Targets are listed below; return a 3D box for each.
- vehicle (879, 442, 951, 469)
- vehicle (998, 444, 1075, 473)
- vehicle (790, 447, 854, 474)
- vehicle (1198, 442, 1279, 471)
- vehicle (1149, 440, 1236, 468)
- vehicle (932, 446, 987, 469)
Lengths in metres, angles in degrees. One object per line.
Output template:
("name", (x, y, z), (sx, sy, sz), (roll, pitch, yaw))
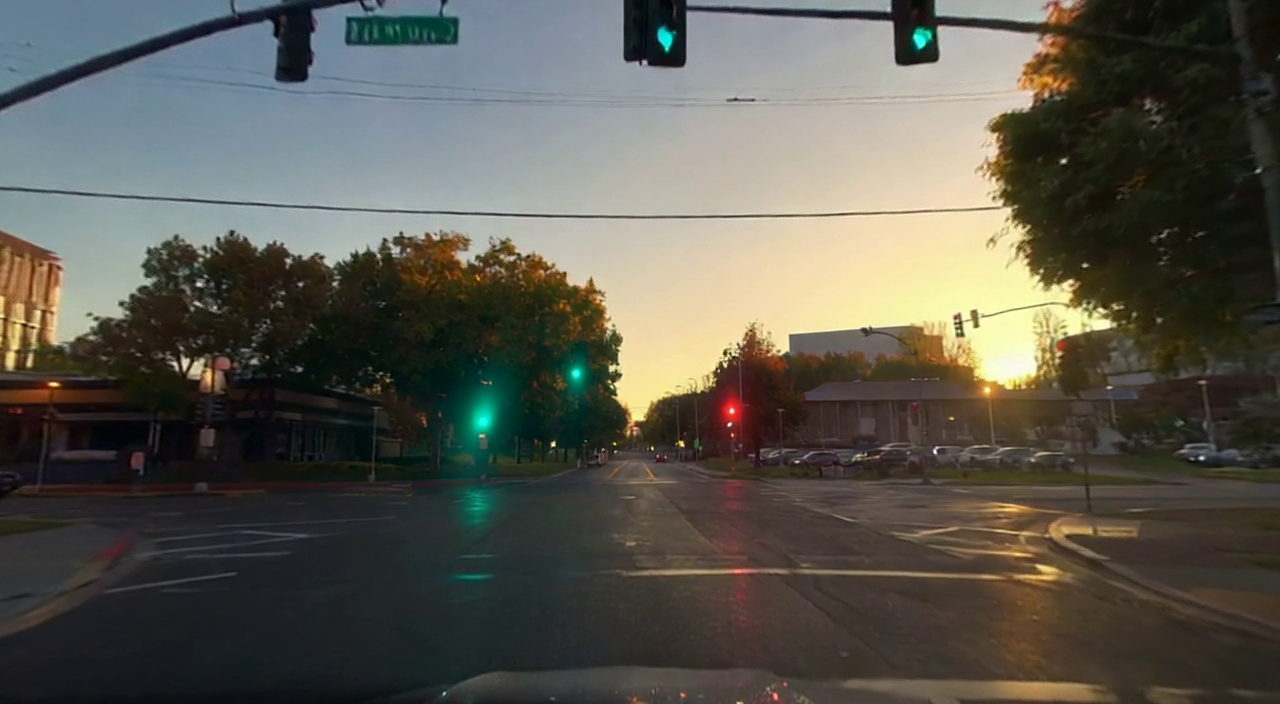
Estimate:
("vehicle", (16.966, 6.346, 38.595), (4.522, 1.546, 1.941), (6, -11, -35))
("vehicle", (20.975, 5.614, 33.315), (1.851, 1.388, 3.475), (0, -8, 1))
("vehicle", (11.160, 6.597, 38.184), (1.955, 1.508, 4.295), (-8, -12, 42))
("vehicle", (31.444, 5.421, 32.669), (1.612, 1.402, 3.320), (-1, -9, 0))
("vehicle", (29.022, 5.363, 33.026), (1.591, 1.332, 3.202), (-2, -9, 1))
("vehicle", (21.880, 7.211, 43.074), (1.923, 1.463, 3.758), (-1, -8, 3))
